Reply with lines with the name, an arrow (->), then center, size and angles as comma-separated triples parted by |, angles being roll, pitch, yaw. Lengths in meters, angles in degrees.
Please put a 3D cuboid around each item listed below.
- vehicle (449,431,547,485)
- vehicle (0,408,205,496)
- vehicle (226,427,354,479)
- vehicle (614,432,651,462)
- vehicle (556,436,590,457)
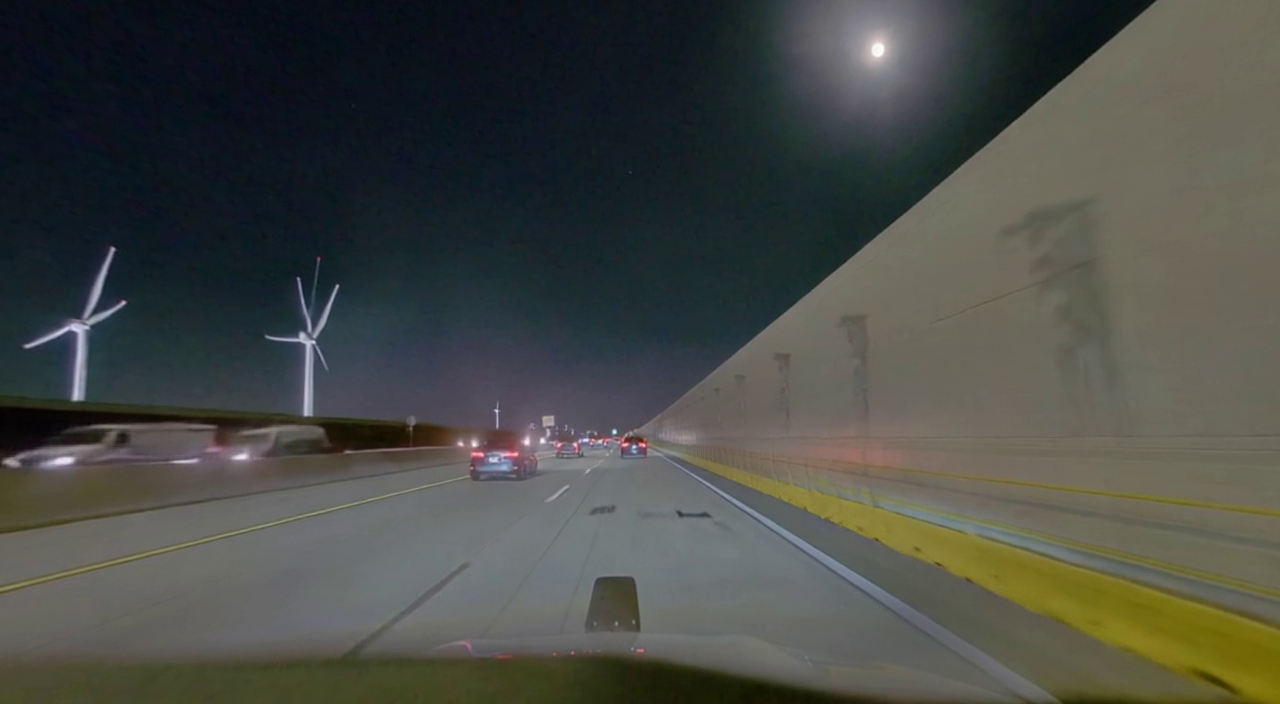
vehicle -> -4.260, 3.243, 19.765 | 1.998, 1.468, 4.635 | 0, -8, 0
vehicle -> -17.865, 3.290, 21.202 | 2.522, 2.584, 5.381 | 0, -8, 0
vehicle -> -14.092, 4.093, 25.845 | 2.334, 1.897, 5.142 | 0, -8, -1
vehicle -> -0.446, 5.375, 35.825 | 2.027, 1.550, 3.607 | 0, -8, -2
vehicle -> -4.644, 6.609, 44.195 | 2.059, 1.436, 3.802 | 0, -8, -1
